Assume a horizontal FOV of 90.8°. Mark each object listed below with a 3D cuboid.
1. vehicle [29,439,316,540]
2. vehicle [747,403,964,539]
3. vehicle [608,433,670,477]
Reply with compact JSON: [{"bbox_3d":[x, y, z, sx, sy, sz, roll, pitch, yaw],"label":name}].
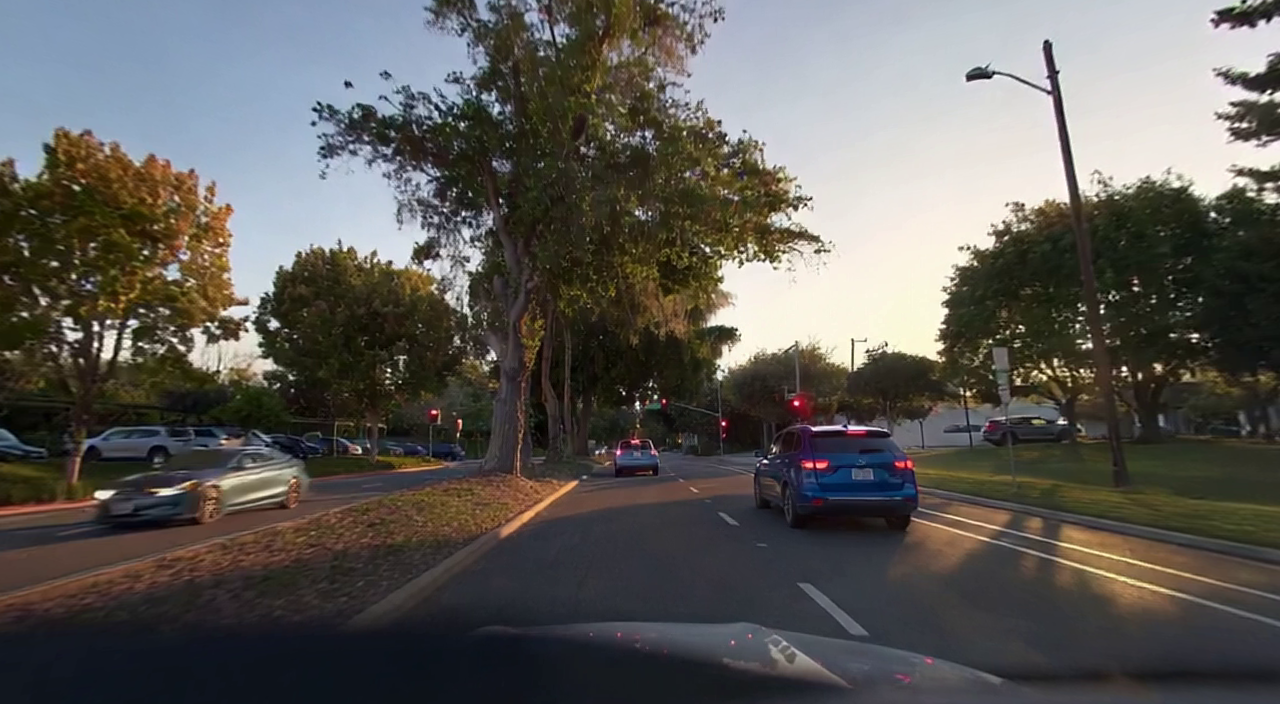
[{"bbox_3d":[-7.860,2.312,11.280,1.822,1.434,4.197,0,-9,2],"label":"vehicle"},{"bbox_3d":[3.187,1.879,10.474,2.046,1.768,4.370,0,-9,0],"label":"vehicle"},{"bbox_3d":[-0.036,3.956,24.423,2.177,1.512,4.682,0,-9,0],"label":"vehicle"}]
